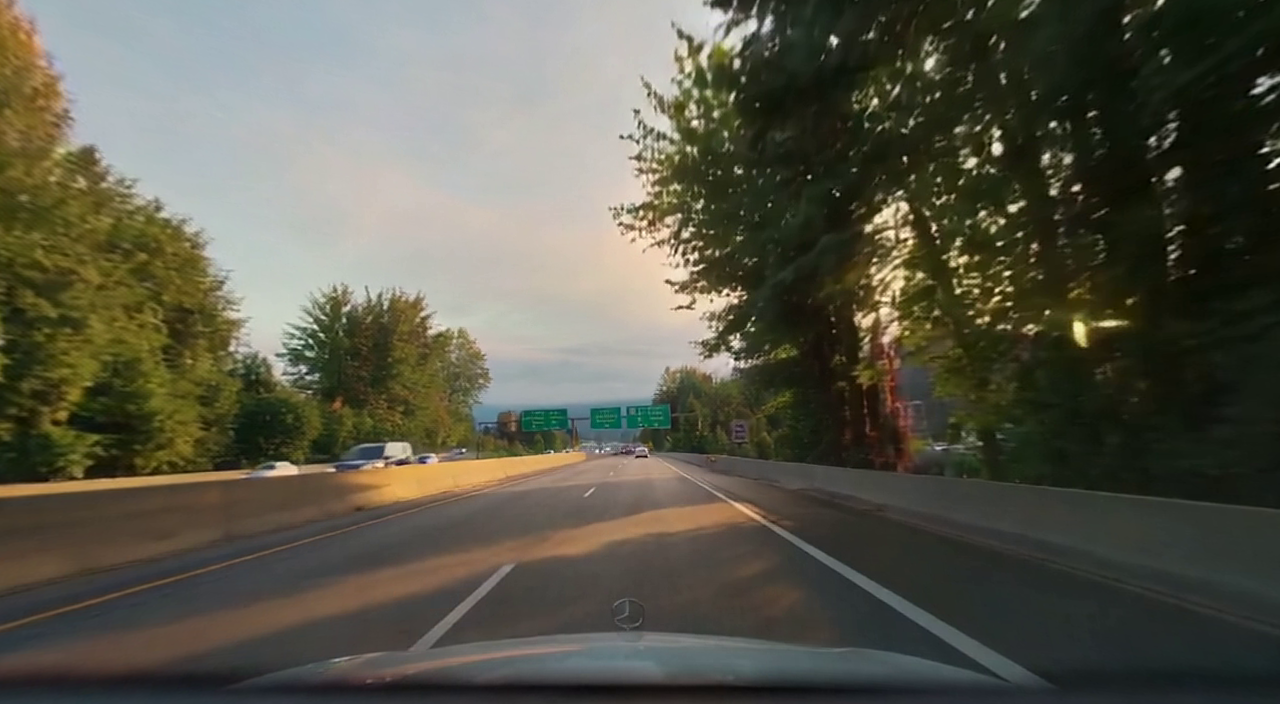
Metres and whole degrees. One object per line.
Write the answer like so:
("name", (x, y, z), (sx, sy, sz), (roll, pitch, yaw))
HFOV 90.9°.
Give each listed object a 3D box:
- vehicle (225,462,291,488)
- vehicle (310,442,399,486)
("vehicle", (-24.006, 7.721, 39.795), (1.917, 1.441, 4.100), (1, -9, -6))
("vehicle", (-12.471, 4.915, 27.892), (2.028, 1.766, 4.303), (0, -9, -2))
